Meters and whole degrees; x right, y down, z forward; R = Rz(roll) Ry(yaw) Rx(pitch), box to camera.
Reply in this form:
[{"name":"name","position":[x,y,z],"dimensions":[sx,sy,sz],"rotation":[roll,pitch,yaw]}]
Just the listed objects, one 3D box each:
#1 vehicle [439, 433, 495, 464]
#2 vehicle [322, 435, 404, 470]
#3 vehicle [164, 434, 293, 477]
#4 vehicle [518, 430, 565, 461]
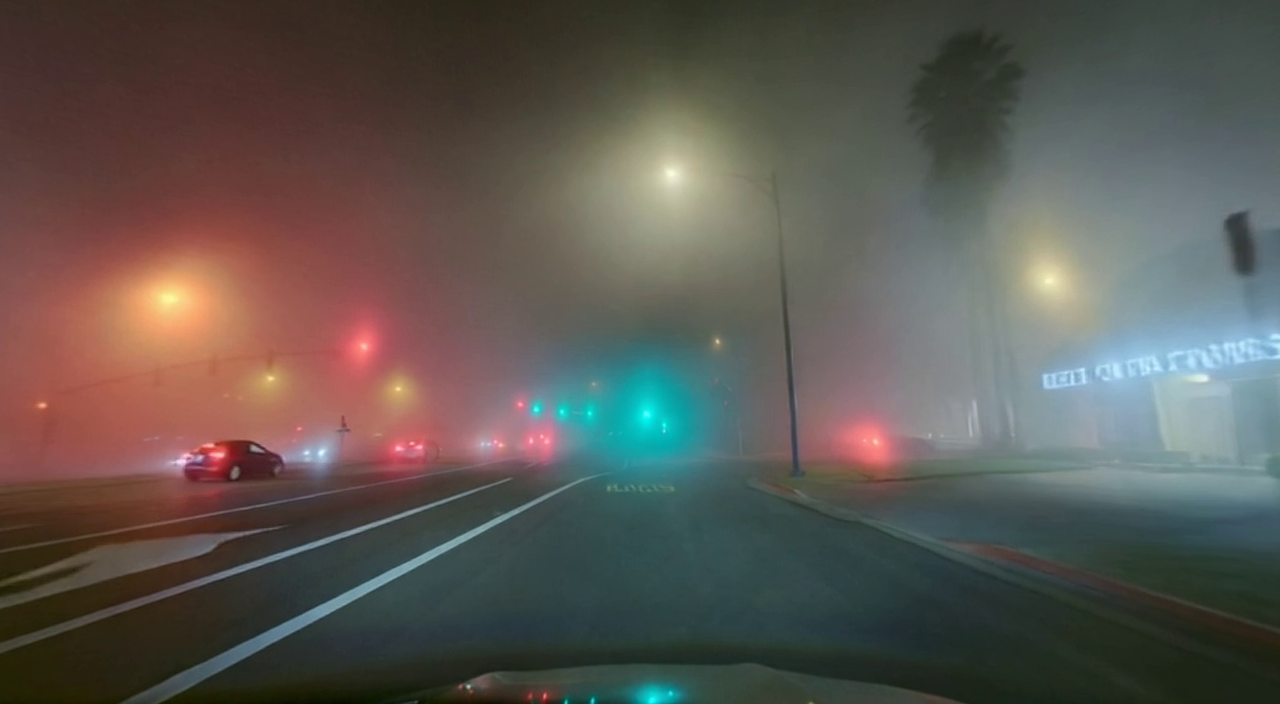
[{"name":"vehicle","position":[-9.484,5.345,34.743],"dimensions":[1.977,1.584,3.983],"rotation":[0,-9,0]},{"name":"vehicle","position":[-12.753,4.650,29.183],"dimensions":[1.900,1.462,4.225],"rotation":[0,-8,-1]},{"name":"vehicle","position":[-15.611,3.944,24.167],"dimensions":[1.916,1.481,4.430],"rotation":[0,-9,0]},{"name":"vehicle","position":[-5.931,5.717,38.387],"dimensions":[2.114,1.784,4.450],"rotation":[0,-9,0]}]
